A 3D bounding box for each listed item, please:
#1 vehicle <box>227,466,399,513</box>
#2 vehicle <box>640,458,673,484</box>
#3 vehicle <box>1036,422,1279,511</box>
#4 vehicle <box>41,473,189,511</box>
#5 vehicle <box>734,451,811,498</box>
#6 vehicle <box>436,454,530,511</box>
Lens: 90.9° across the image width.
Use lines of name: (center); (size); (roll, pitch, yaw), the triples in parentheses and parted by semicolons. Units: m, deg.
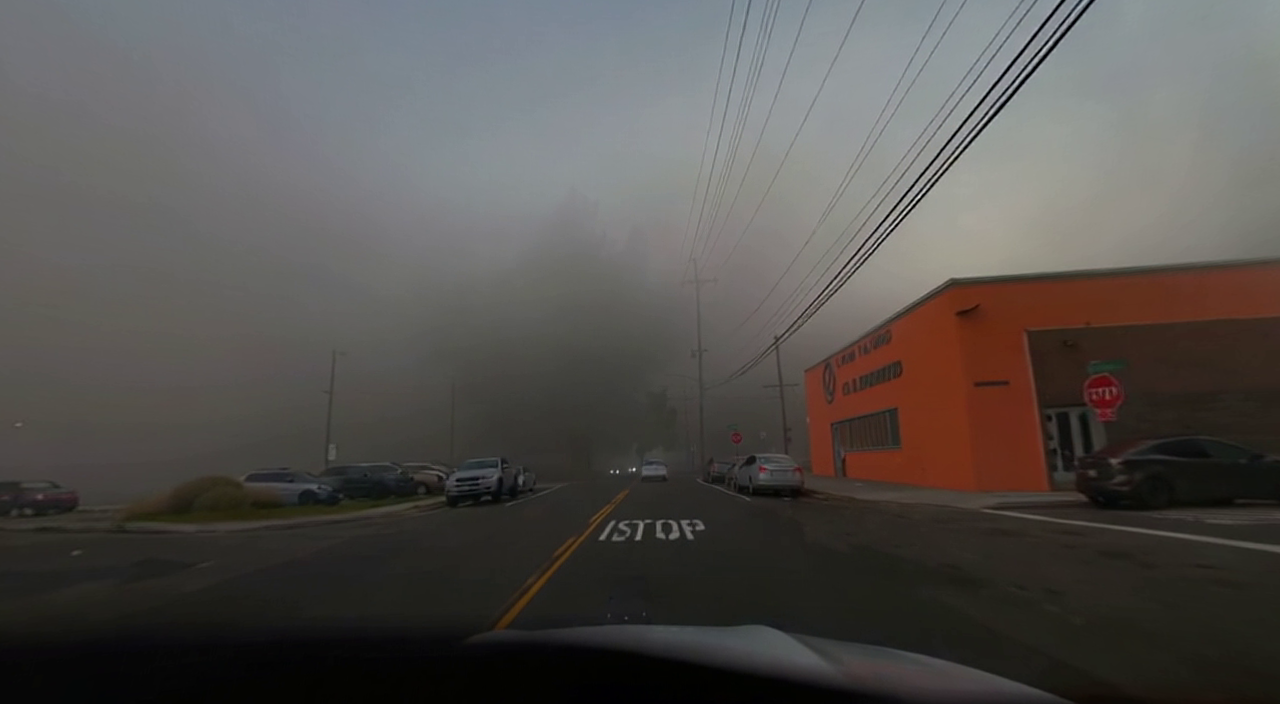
vehicle: (-11.474, 4.840, 22.413); (4.968, 1.493, 1.961); (0, -9, -2)
vehicle: (1.070, 7.623, 40.558); (2.033, 1.464, 4.645); (0, -9, 2)
vehicle: (11.622, 2.381, 13.255); (5.255, 1.688, 1.994); (1, -9, -3)
vehicle: (-22.883, 6.099, 27.610); (4.660, 1.488, 1.930); (0, -9, -2)
vehicle: (4.502, 4.209, 22.037); (1.840, 1.452, 4.517); (0, -9, 2)
vehicle: (-5.529, 4.624, 22.956); (2.146, 1.775, 5.117); (0, -9, -1)
